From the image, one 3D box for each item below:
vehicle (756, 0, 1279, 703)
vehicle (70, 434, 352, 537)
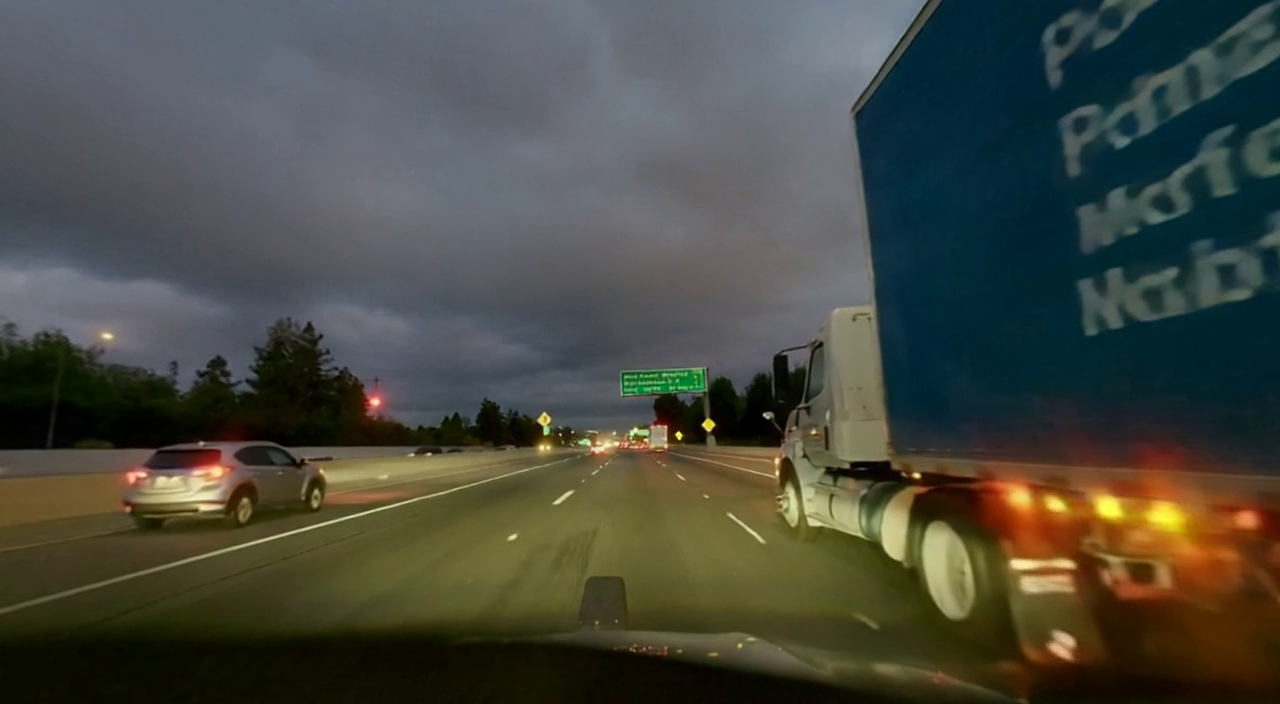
[{"bbox_3d":[3.123,-0.160,2.781,2.985,3.985,10.516,0,-9,-1],"label":"vehicle"},{"bbox_3d":[-7.370,2.315,11.622,2.033,1.494,4.508,0,-9,-1],"label":"vehicle"}]
